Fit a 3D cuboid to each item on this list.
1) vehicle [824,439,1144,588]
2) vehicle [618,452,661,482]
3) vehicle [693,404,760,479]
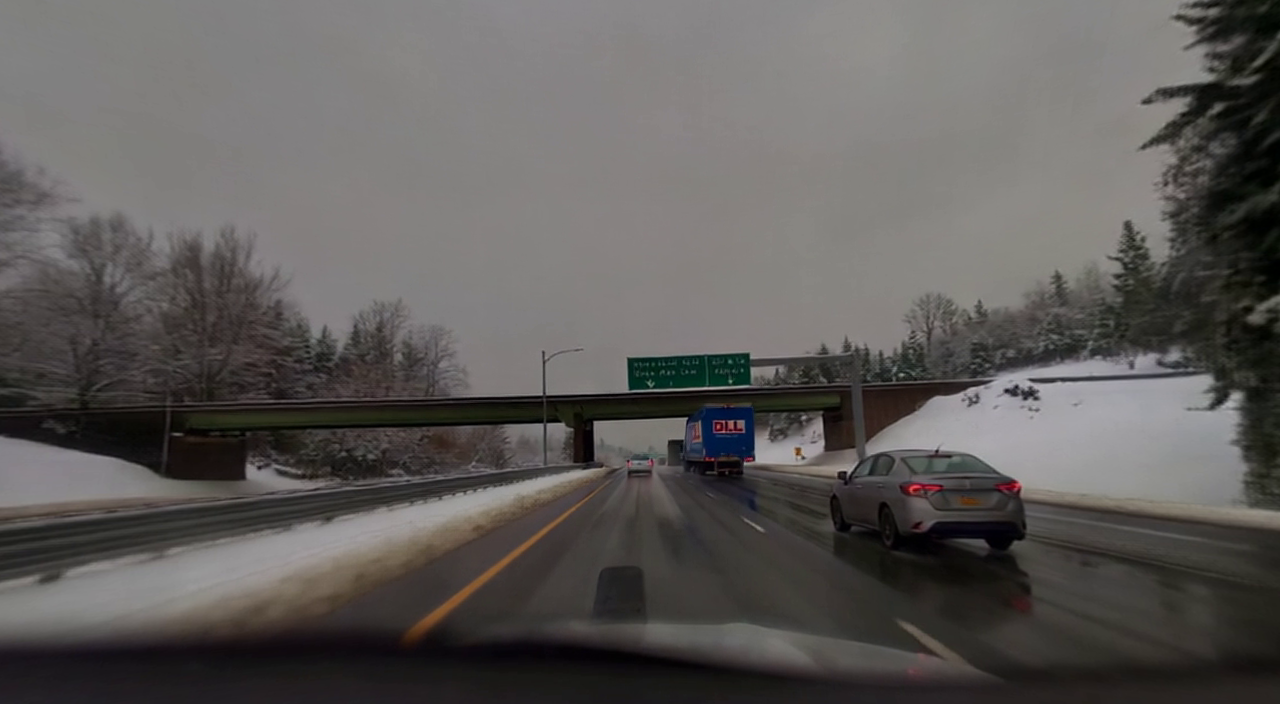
[{"bbox_3d":[4.047,1.940,8.418,1.894,1.452,4.164,0,-9,0],"label":"vehicle"},{"bbox_3d":[-0.054,5.828,32.163,2.055,1.445,3.661,0,-9,0],"label":"vehicle"},{"bbox_3d":[5.010,5.482,38.185,2.838,3.985,8.010,0,-9,0],"label":"vehicle"}]
